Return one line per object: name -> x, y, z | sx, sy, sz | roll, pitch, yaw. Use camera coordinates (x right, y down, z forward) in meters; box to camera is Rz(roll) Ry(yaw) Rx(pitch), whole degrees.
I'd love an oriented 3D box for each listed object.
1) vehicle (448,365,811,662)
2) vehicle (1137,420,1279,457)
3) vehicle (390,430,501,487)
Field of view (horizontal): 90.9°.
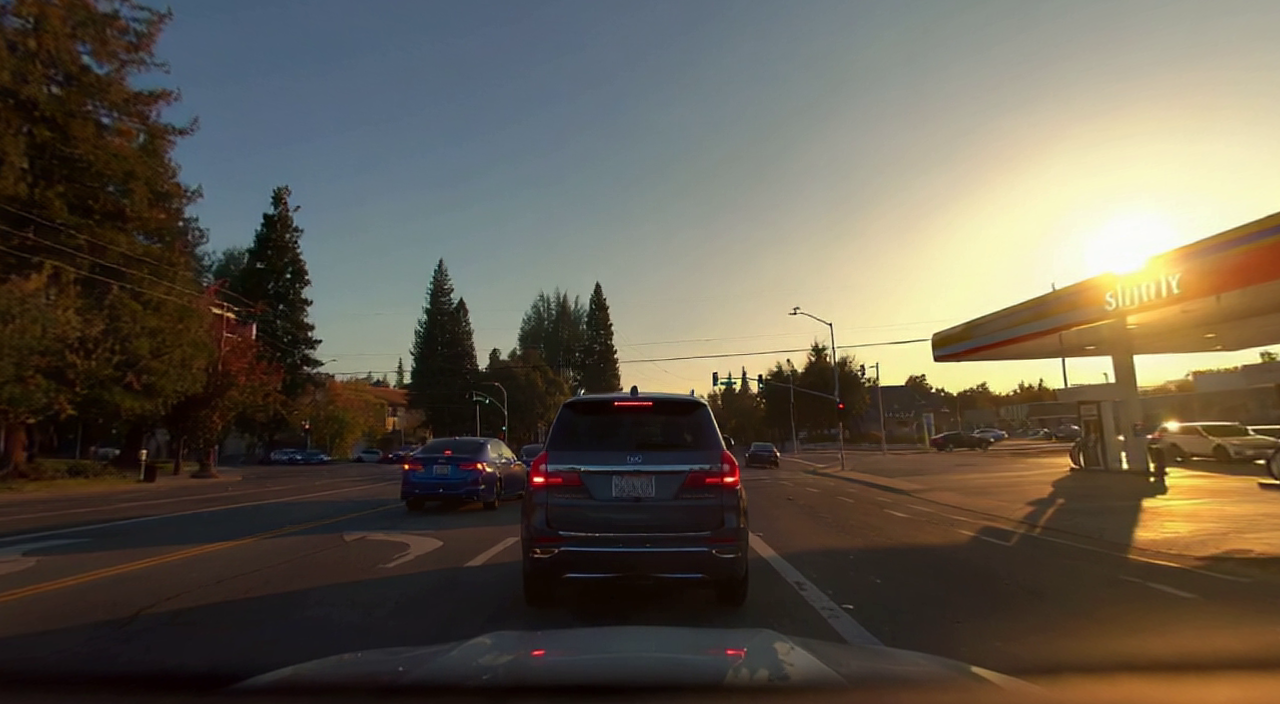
vehicle -> 0.014, 1.316, 6.131 | 2.236, 1.819, 4.291 | -1, -9, 2
vehicle -> 25.956, 3.969, 28.789 | 4.551, 1.616, 1.973 | -2, -9, 11
vehicle -> -6.650, 3.707, 22.186 | 2.065, 1.753, 4.525 | -1, -9, 6
